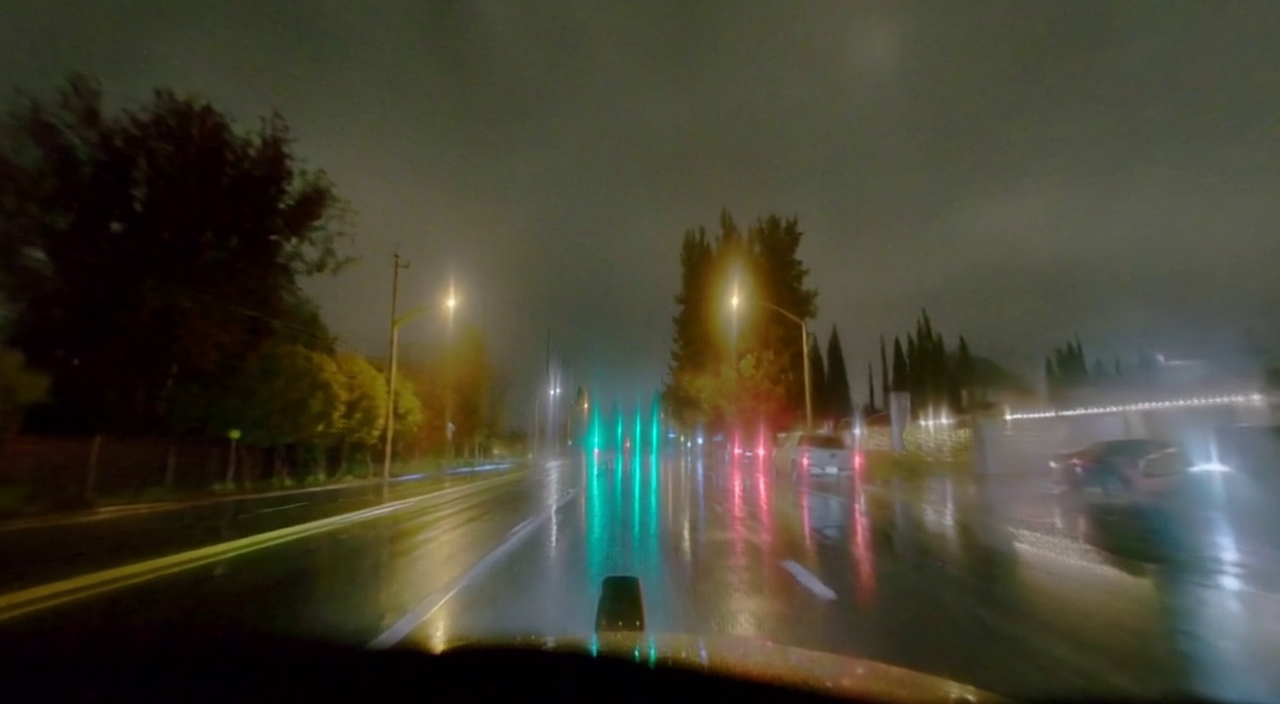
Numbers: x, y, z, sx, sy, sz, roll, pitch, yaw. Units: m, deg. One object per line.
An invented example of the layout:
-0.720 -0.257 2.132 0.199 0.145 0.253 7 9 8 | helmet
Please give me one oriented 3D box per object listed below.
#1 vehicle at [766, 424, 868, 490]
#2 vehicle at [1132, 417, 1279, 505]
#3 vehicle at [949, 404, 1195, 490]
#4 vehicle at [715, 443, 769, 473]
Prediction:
6.348 3.850 23.506 2.275 2.132 5.726 0 -9 2 | vehicle
14.374 2.435 14.296 4.637 1.842 2.016 -1 -9 2 | vehicle
15.768 3.506 23.501 6.969 2.929 2.793 0 -8 0 | vehicle
5.994 6.307 37.704 2.282 1.566 4.705 -1 -9 -2 | vehicle
